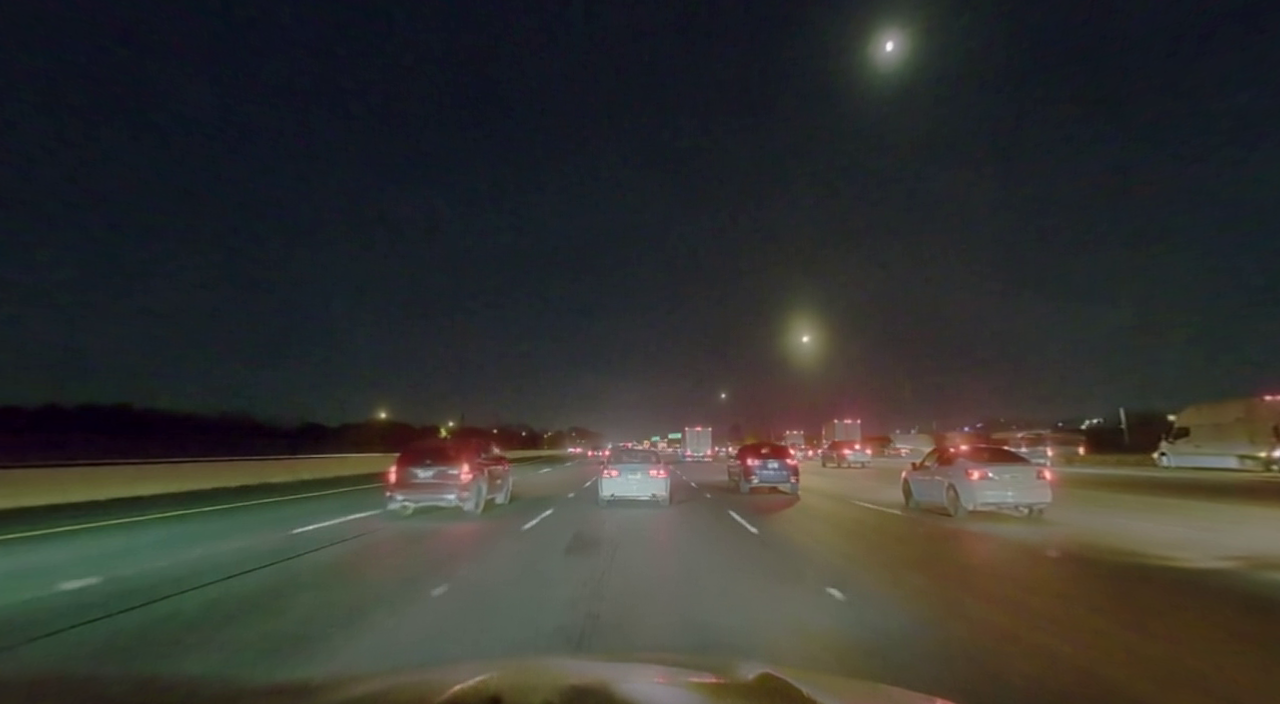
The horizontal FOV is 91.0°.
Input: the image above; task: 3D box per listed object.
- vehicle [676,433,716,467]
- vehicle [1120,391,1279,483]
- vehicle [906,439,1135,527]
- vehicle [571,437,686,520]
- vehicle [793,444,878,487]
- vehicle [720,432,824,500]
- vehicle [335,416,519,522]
[{"bbox_3d":[3.999,7.154,46.059,2.440,2.313,5.266,0,-9,0],"label":"vehicle"},{"bbox_3d":[29.244,4.303,31.254,2.957,4.007,8.656,0,-9,-8],"label":"vehicle"},{"bbox_3d":[7.605,2.632,13.281,2.021,1.505,4.480,0,-9,0],"label":"vehicle"},{"bbox_3d":[-0.181,2.655,13.741,2.132,1.499,4.038,0,-9,1],"label":"vehicle"},{"bbox_3d":[7.383,4.311,24.260,1.942,1.482,4.250,0,-9,0],"label":"vehicle"},{"bbox_3d":[3.575,3.172,17.896,2.053,1.666,4.106,0,-9,0],"label":"vehicle"},{"bbox_3d":[-3.993,2.300,12.796,2.079,1.741,4.436,0,-9,1],"label":"vehicle"}]
